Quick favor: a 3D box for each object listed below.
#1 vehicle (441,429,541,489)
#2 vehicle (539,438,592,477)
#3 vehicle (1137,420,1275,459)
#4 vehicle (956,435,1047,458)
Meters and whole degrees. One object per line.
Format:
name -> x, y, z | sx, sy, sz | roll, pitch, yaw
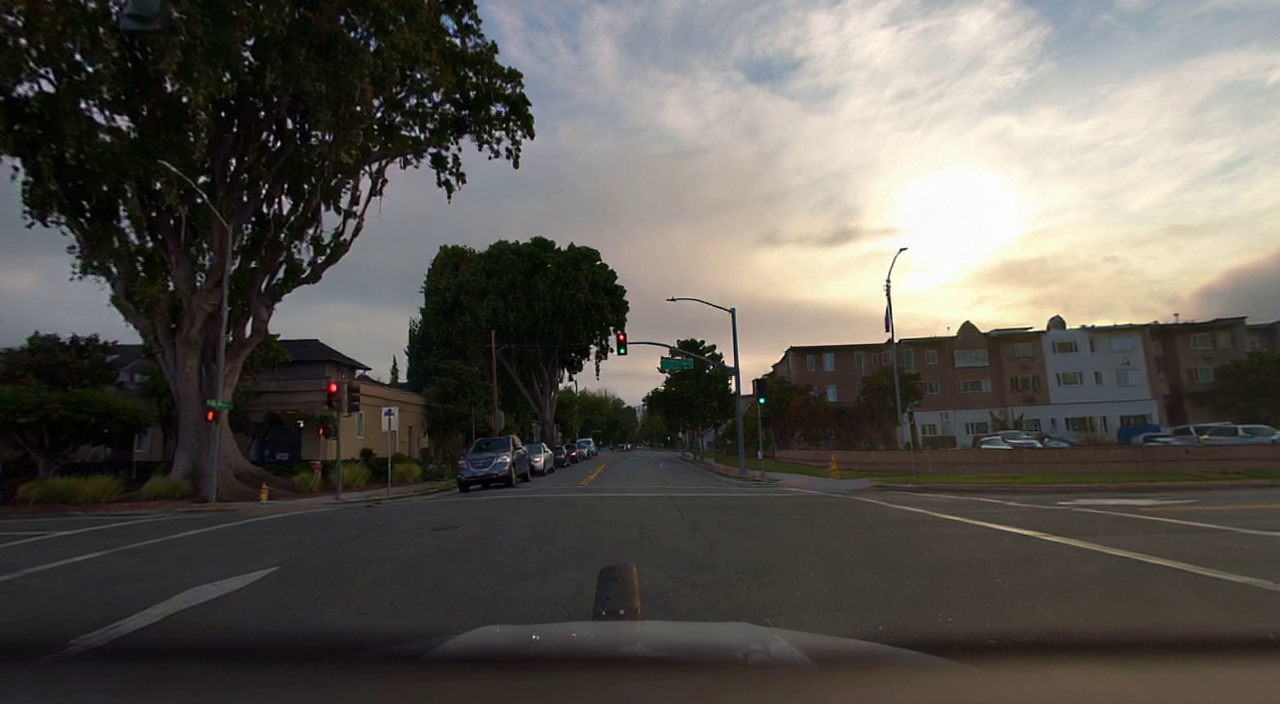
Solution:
vehicle -> -6.500, 4.806, 28.763 | 2.896, 2.339, 7.322 | 0, -9, -1
vehicle -> -3.660, 5.282, 31.906 | 2.120, 1.783, 4.788 | 0, -9, 0
vehicle -> 33.256, 5.166, 37.247 | 5.969, 2.149, 2.331 | 0, -9, -3
vehicle -> 24.999, 6.555, 43.838 | 5.172, 1.515, 1.851 | 0, -9, -2
